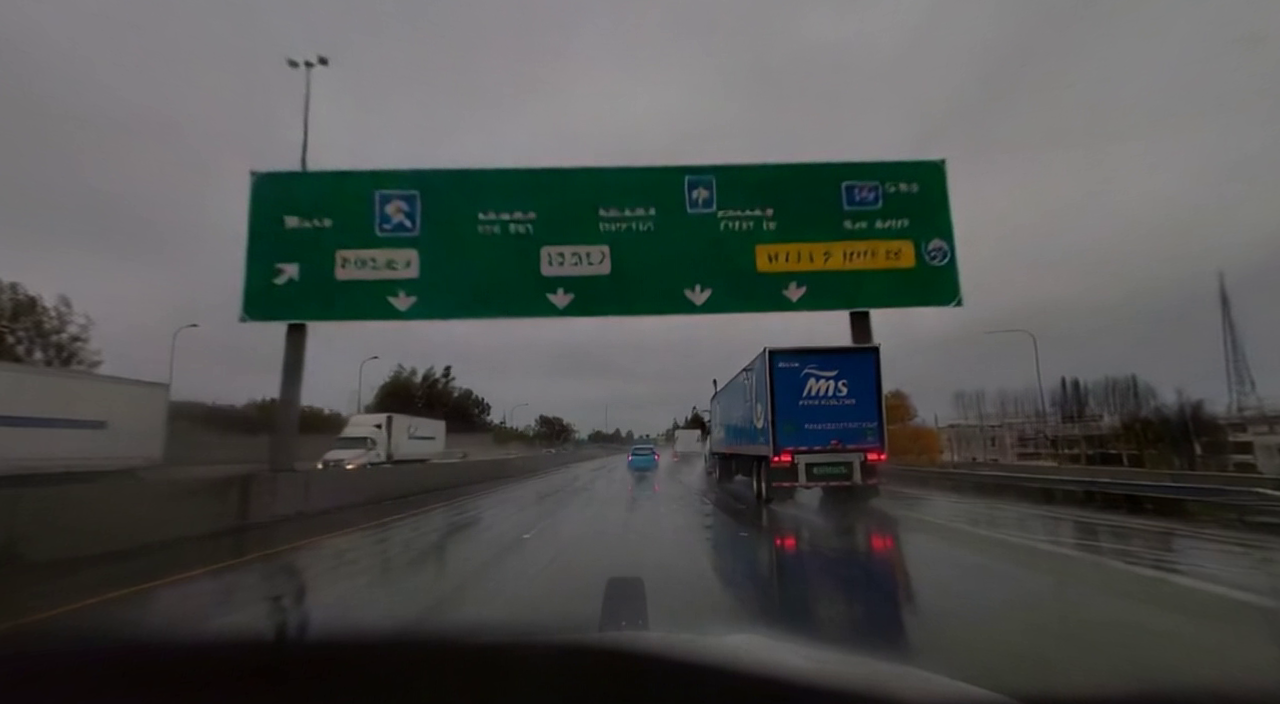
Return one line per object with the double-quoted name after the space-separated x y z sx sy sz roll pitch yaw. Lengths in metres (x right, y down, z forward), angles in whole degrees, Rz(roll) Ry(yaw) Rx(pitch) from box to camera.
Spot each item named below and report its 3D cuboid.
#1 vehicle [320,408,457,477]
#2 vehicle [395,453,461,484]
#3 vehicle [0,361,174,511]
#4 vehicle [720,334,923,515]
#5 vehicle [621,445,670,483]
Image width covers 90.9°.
-17.429 6.750 46.028 3.305 4.034 16.829 1 -9 -1 "vehicle"
-10.684 5.885 32.082 2.016 1.450 3.690 0 -9 1 "vehicle"
-18.427 2.323 17.262 2.753 3.956 11.031 0 -9 0 "vehicle"
5.011 2.692 21.465 3.002 4.104 14.174 0 -9 1 "vehicle"
0.265 5.204 29.529 2.121 1.642 3.828 0 -9 1 "vehicle"
